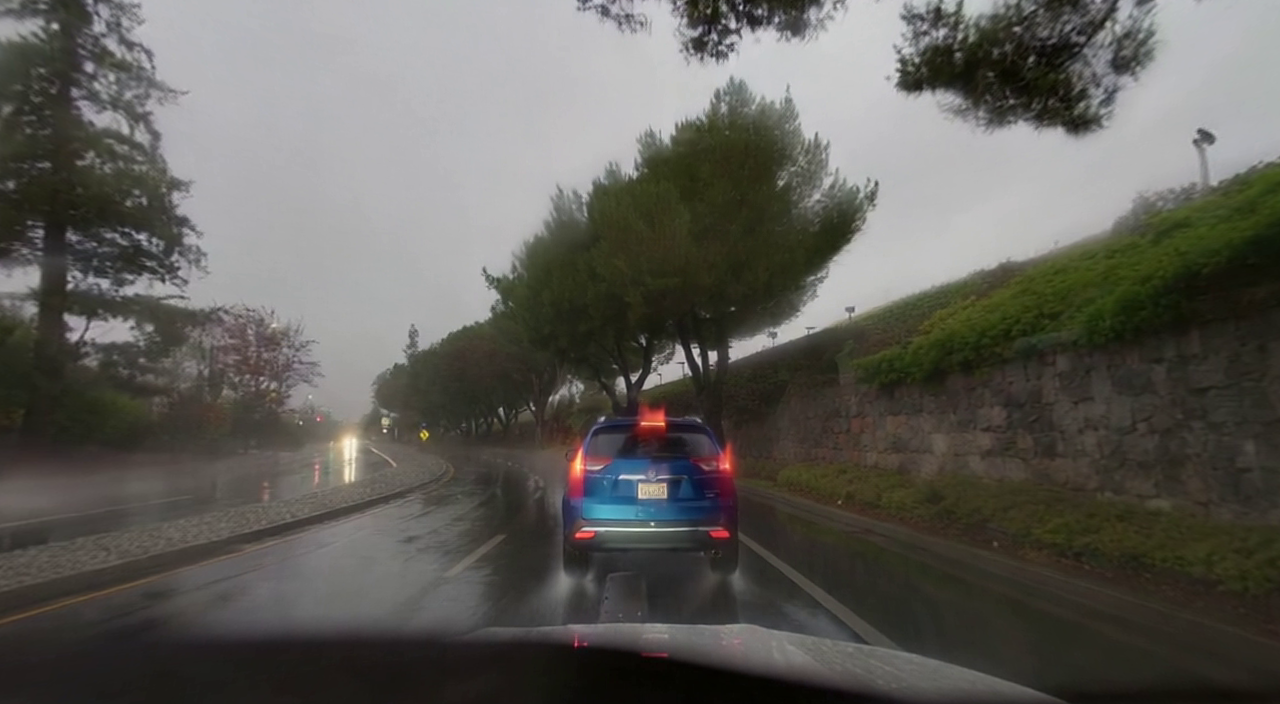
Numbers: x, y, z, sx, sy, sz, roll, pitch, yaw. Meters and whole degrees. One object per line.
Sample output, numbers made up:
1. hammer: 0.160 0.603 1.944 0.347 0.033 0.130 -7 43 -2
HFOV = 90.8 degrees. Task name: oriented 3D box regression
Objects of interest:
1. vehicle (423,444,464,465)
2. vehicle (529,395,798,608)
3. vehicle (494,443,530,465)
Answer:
1. vehicle: -14.897 7.733 47.780 2.023 1.474 4.286 5 -9 -29
2. vehicle: 0.021 1.565 7.559 2.287 1.762 4.269 1 -8 -5
3. vehicle: -9.546 7.540 46.951 1.837 1.483 4.559 3 -9 -21
